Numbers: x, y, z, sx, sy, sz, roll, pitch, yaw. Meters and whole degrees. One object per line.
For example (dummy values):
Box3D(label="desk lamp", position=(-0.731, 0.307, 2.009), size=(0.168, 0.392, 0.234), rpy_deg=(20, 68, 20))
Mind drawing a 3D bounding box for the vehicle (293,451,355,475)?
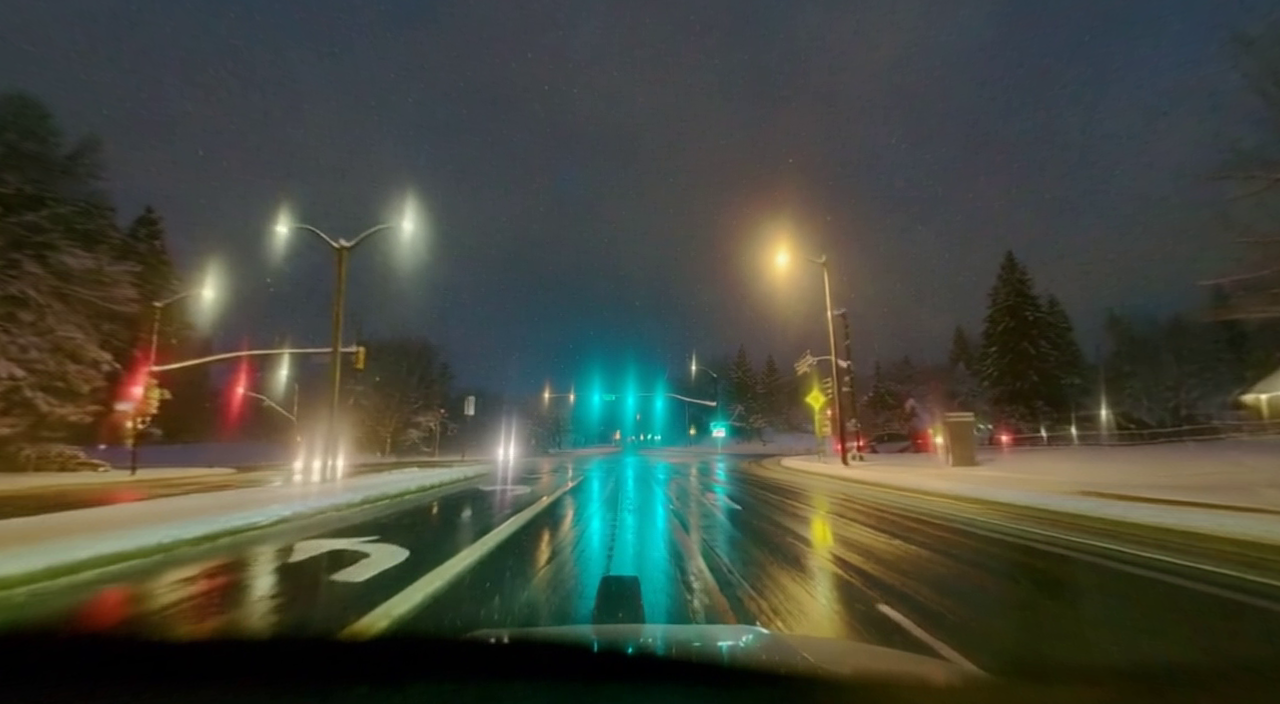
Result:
Box3D(label="vehicle", position=(-21.885, 7.685, 43.952), size=(1.864, 1.470, 4.642), rpy_deg=(-1, -8, 0))
